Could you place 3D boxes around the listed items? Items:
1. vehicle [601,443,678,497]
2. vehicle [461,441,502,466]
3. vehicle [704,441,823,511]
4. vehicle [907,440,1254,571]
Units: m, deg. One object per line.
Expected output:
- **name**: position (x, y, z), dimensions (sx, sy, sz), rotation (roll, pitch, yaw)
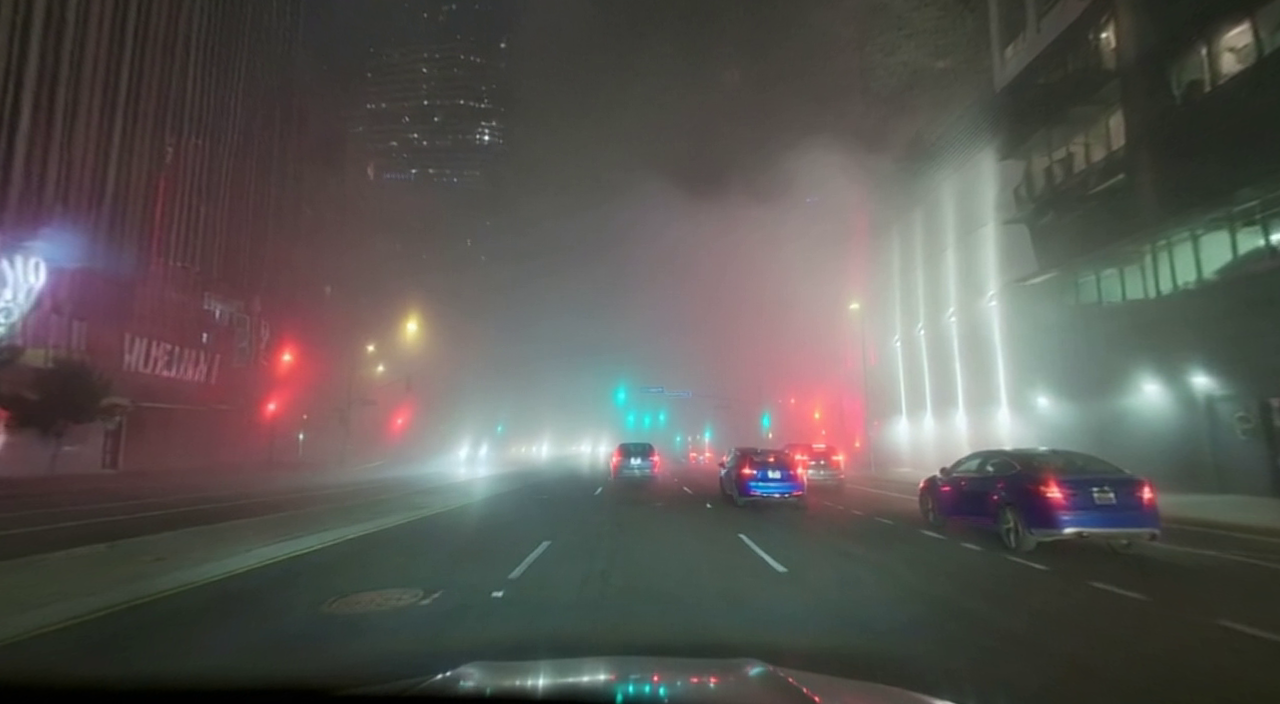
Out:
- **vehicle**: position (-0.031, 3.523, 19.347), dimensions (2.096, 1.457, 4.160), rotation (0, -8, -1)
- **vehicle**: position (-11.938, 7.656, 47.880), dimensions (1.861, 1.780, 4.814), rotation (0, -8, 1)
- **vehicle**: position (2.900, 3.000, 15.871), dimensions (1.987, 1.484, 4.427), rotation (0, -8, -1)
- **vehicle**: position (6.100, 2.123, 9.686), dimensions (1.914, 1.484, 4.639), rotation (0, -8, -1)
